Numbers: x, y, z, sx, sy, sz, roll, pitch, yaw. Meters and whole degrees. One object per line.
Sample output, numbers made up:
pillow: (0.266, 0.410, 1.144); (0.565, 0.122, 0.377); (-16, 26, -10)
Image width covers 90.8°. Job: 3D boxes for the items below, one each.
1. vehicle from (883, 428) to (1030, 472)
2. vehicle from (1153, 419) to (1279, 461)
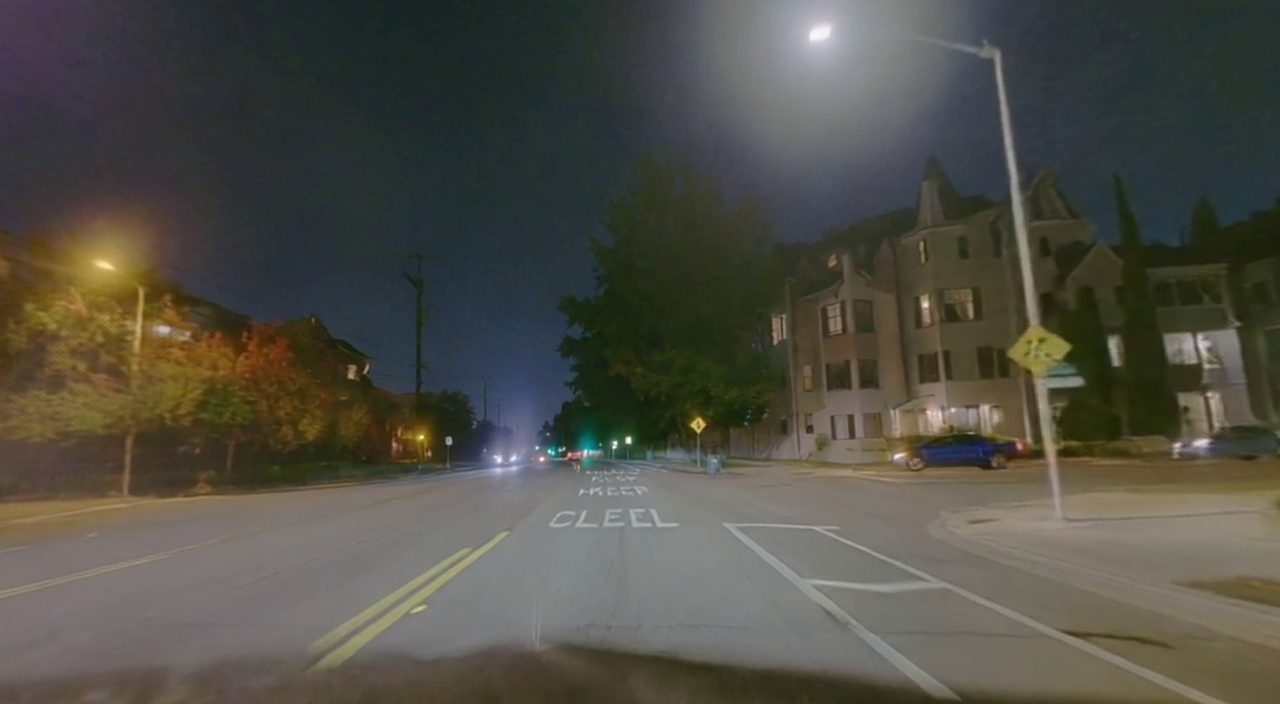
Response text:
vehicle: (12.401, 3.871, 25.005); (4.702, 1.661, 1.977); (0, -8, 0)
vehicle: (25.663, 3.886, 27.882); (4.266, 1.738, 2.066); (0, -8, -3)
